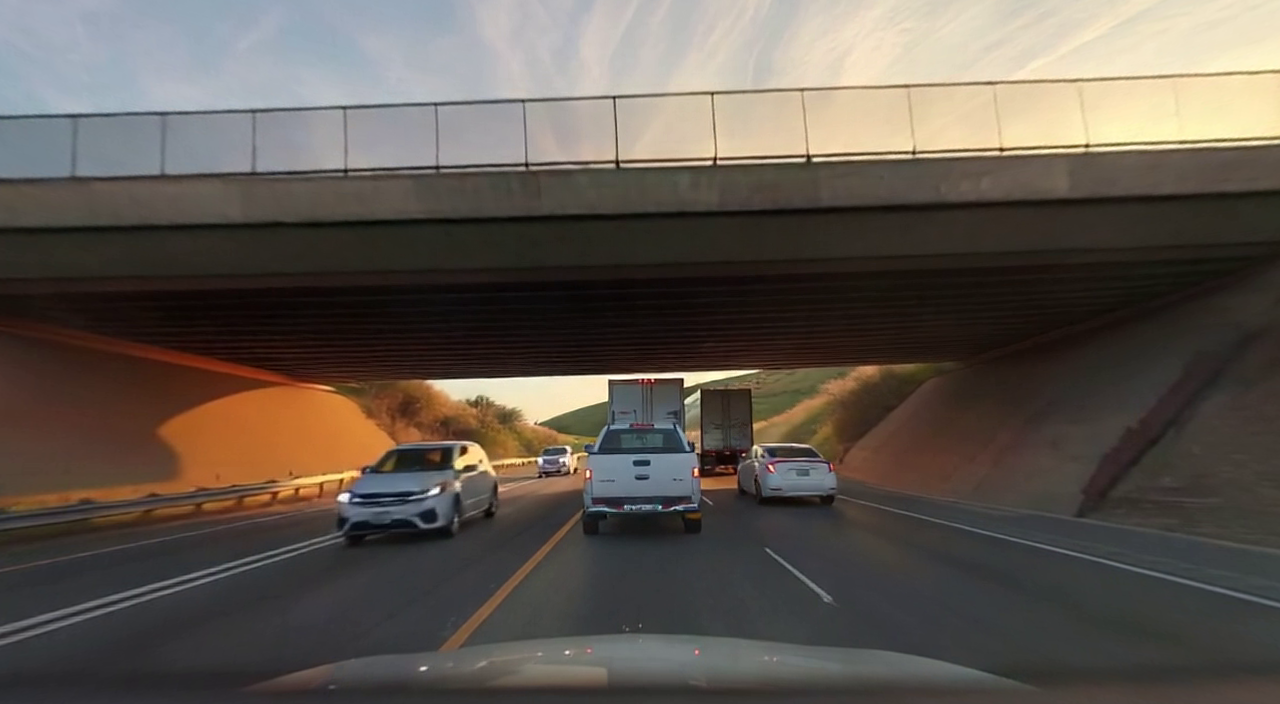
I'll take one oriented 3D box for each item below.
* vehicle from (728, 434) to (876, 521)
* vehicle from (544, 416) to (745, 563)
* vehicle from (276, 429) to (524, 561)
[{"bbox_3d":[3.161,2.554,13.233,1.972,1.505,3.946,0,-9,-1],"label":"vehicle"},{"bbox_3d":[0.065,1.877,9.213,2.256,1.615,4.114,-1,-9,1],"label":"vehicle"},{"bbox_3d":[-3.323,2.083,9.868,2.122,1.569,4.294,-1,-9,1],"label":"vehicle"}]
